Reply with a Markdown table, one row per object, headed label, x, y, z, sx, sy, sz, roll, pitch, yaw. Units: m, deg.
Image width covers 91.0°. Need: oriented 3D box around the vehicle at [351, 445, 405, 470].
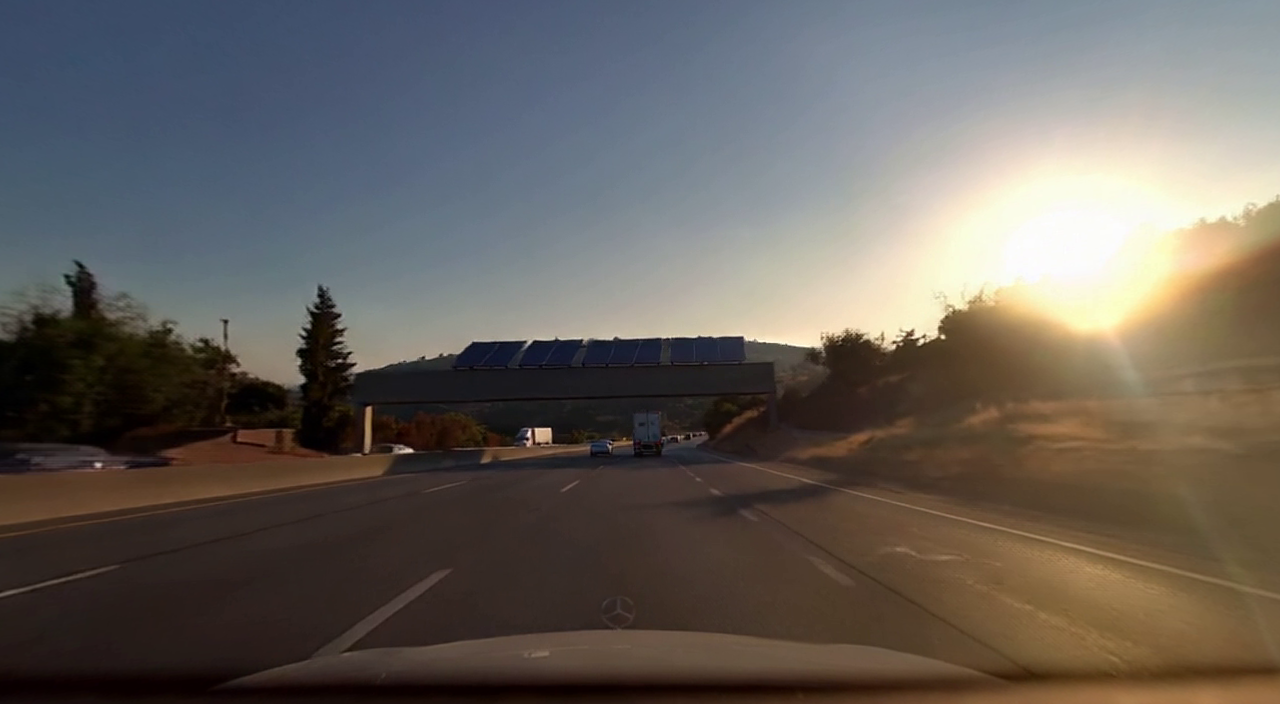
| label | x | y | z | sx | sy | sz | roll | pitch | yaw |
| --- | --- | --- | --- | --- | --- | --- | --- | --- | --- |
| vehicle | -18.981 | 7.662 | 45.807 | 1.938 | 1.649 | 4.569 | -1 | -8 | 0 |
